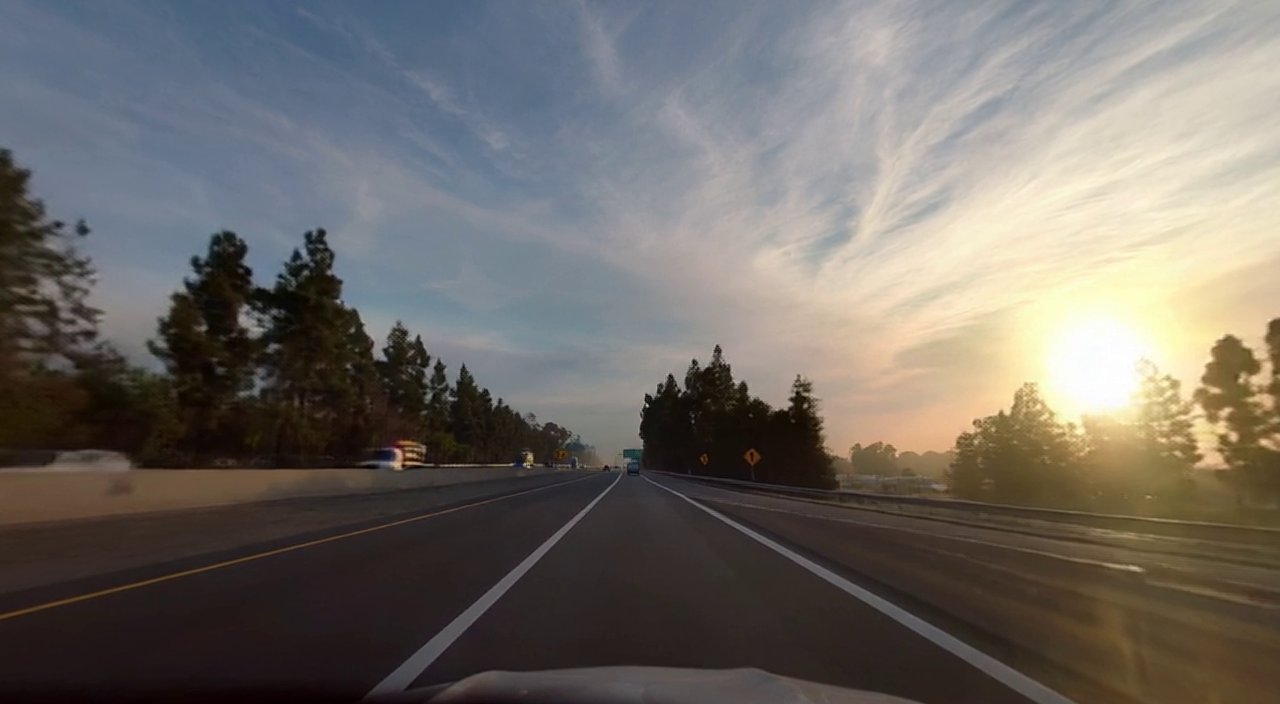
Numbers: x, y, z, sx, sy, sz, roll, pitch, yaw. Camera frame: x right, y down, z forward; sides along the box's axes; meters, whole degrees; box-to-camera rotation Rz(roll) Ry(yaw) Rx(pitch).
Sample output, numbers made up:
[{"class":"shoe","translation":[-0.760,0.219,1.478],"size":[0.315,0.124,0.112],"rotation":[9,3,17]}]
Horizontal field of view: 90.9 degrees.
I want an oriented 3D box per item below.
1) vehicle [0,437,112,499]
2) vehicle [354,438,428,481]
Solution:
[{"class":"vehicle","translation":[-16.132,2.955,16.105],"size":[1.780,1.458,3.948],"rotation":[1,-10,0]},{"class":"vehicle","translation":[-16.291,7.134,41.747],"size":[2.394,2.591,6.055],"rotation":[1,-10,0]}]
